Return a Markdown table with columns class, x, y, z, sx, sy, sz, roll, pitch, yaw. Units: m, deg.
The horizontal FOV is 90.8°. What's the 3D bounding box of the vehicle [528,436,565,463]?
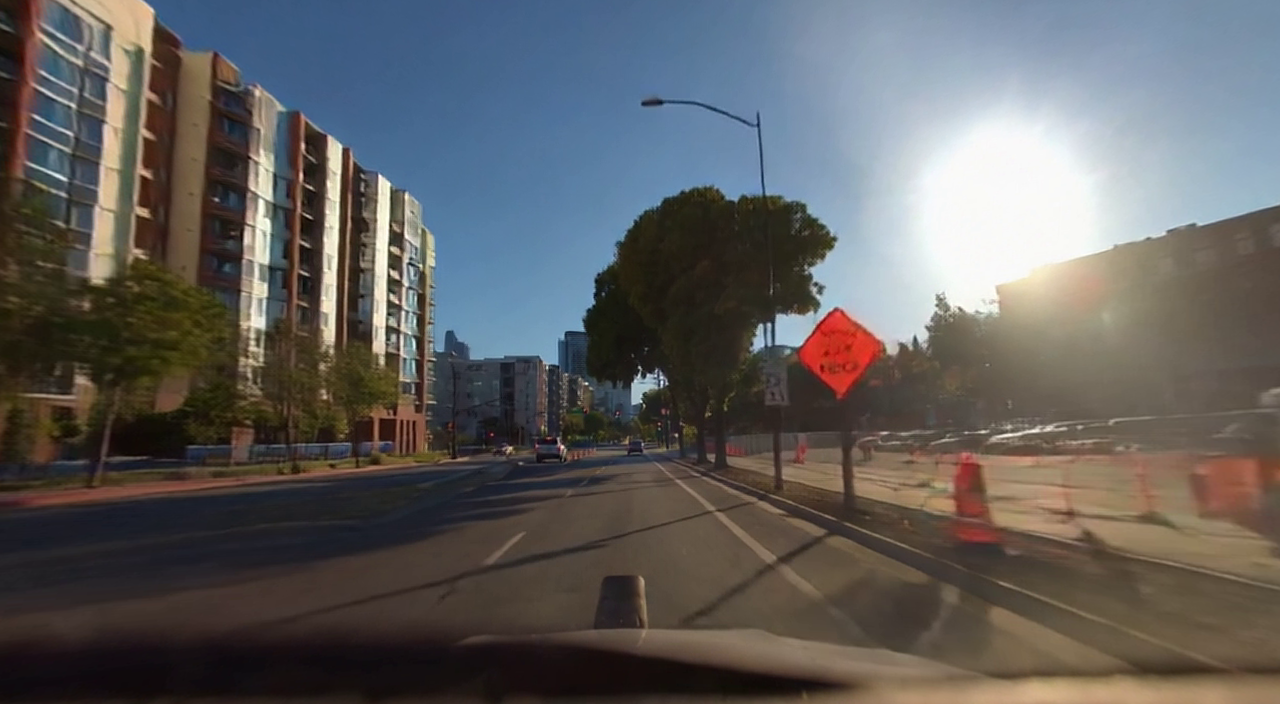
| class | x | y | z | sx | sy | sz | roll | pitch | yaw |
| --- | --- | --- | --- | --- | --- | --- | --- | --- | --- |
| vehicle | -6.419 | 6.731 | 43.649 | 2.076 | 1.724 | 4.188 | 0 | -8 | -3 |
